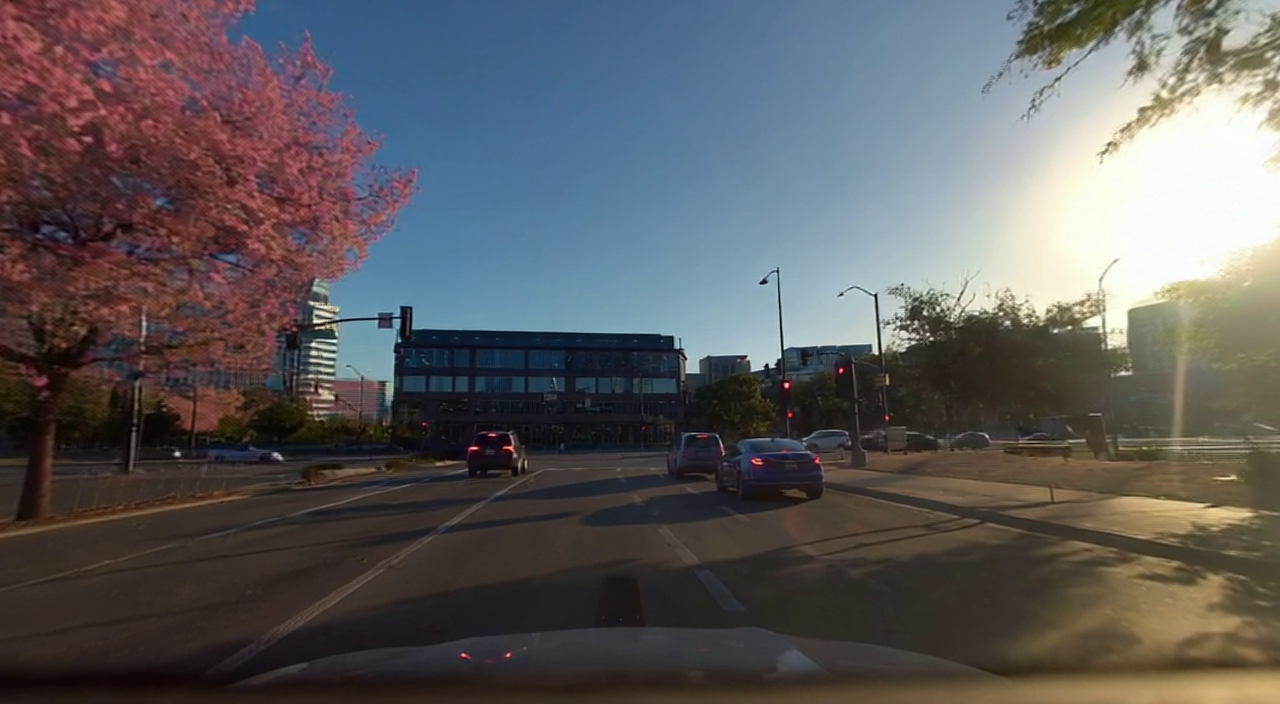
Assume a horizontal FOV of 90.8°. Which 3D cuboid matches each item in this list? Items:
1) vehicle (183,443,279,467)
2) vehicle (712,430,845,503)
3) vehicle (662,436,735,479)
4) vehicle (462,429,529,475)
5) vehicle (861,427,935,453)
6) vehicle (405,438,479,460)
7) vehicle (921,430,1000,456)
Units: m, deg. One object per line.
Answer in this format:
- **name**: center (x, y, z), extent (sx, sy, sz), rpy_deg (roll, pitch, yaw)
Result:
- **vehicle**: center (-25.346, 6.387, 39.300), extent (4.526, 1.452, 1.920), rpy_deg (1, -8, -5)
- **vehicle**: center (3.203, 2.758, 15.640), extent (2.019, 1.518, 4.285), rpy_deg (1, -8, -5)
- **vehicle**: center (2.099, 3.930, 23.861), extent (2.007, 1.466, 4.291), rpy_deg (1, -8, -5)
- **vehicle**: center (-5.834, 4.077, 26.011), extent (1.995, 1.703, 4.367), rpy_deg (0, -8, -4)
- **vehicle**: center (18.834, 6.438, 46.243), extent (4.567, 1.810, 1.880), rpy_deg (1, -8, -5)
- **vehicle**: center (-13.655, 6.695, 43.695), extent (4.549, 1.439, 1.794), rpy_deg (1, -8, -5)
- **vehicle**: center (20.544, 5.830, 40.594), extent (4.089, 1.588, 1.808), rpy_deg (1, -8, -5)
